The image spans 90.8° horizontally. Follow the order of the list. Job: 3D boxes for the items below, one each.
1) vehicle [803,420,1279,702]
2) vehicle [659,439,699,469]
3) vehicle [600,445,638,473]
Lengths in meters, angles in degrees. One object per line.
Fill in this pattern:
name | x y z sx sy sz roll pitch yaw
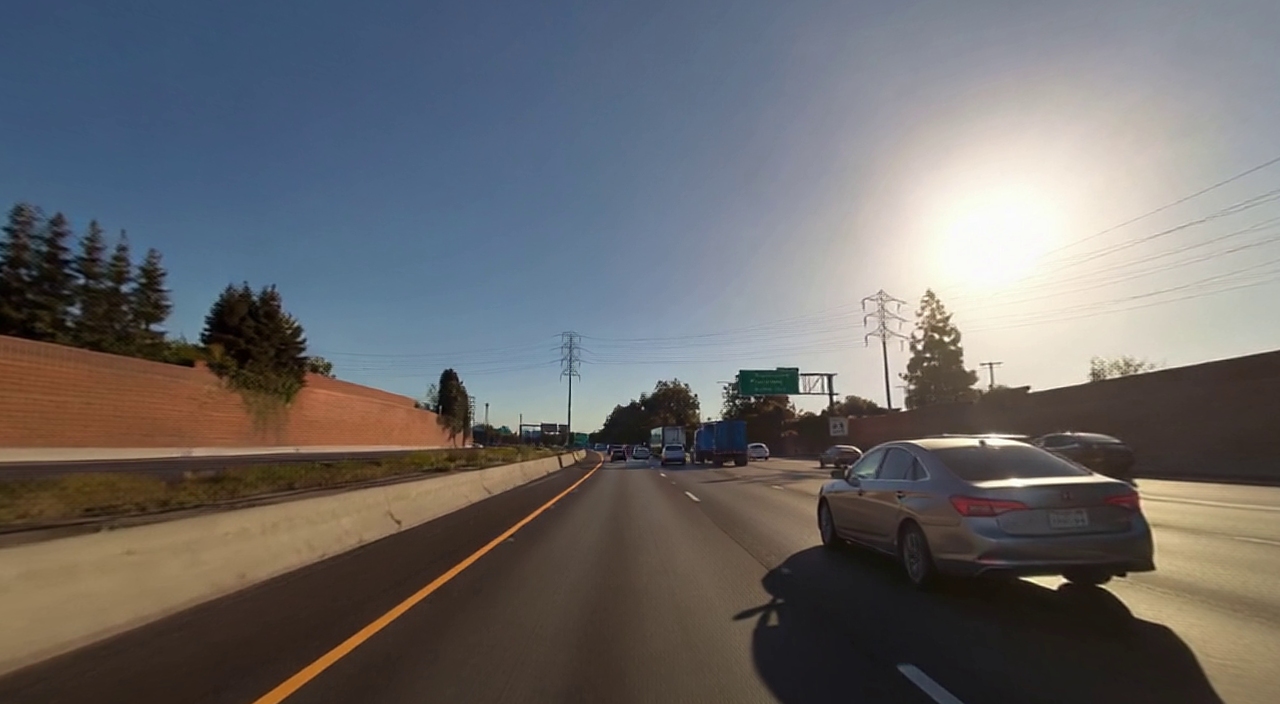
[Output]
vehicle | 3.004 1.422 5.517 1.922 1.465 4.165 0 -9 -2
vehicle | 2.504 6.722 41.700 2.114 1.849 4.692 0 -9 -3
vehicle | -1.264 6.227 36.949 2.083 1.477 3.965 0 -9 -3
